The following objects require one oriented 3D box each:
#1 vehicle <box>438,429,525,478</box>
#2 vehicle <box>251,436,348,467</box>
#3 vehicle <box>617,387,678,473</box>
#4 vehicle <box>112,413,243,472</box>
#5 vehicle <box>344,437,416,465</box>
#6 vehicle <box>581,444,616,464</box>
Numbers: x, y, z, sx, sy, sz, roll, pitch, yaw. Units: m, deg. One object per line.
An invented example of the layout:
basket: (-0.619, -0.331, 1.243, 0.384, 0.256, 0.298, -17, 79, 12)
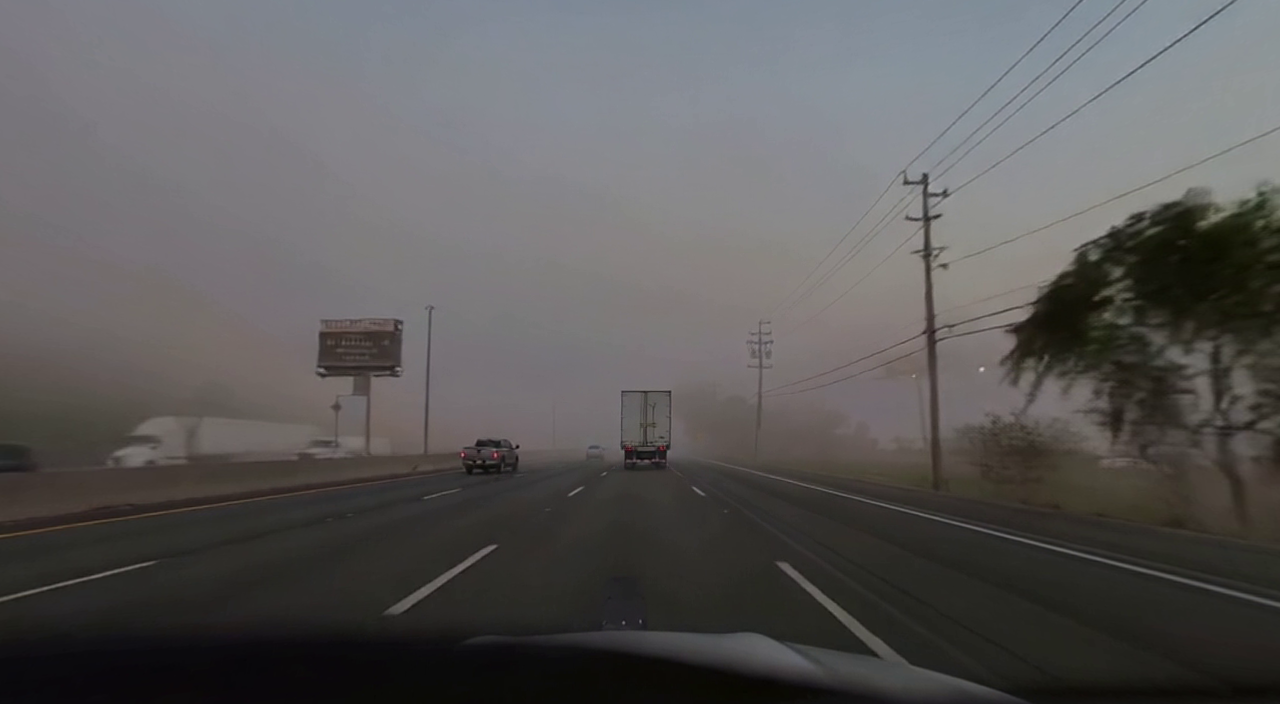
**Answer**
vehicle: (-6.920, 4.531, 28.327, 2.263, 1.936, 5.802, 0, -8, 2)
vehicle: (-21.908, 6.436, 40.989, 2.849, 1.831, 6.164, 0, -8, 1)
vehicle: (0.567, 4.521, 35.638, 2.879, 4.027, 11.243, -1, -8, 2)
vehicle: (-32.612, 6.472, 45.029, 3.037, 3.770, 7.991, 0, -8, 1)
vehicle: (-17.778, 6.785, 43.542, 2.331, 1.778, 6.072, 0, -8, 1)
vehicle: (-3.082, 7.713, 47.949, 2.138, 1.469, 4.677, -1, -8, 3)
